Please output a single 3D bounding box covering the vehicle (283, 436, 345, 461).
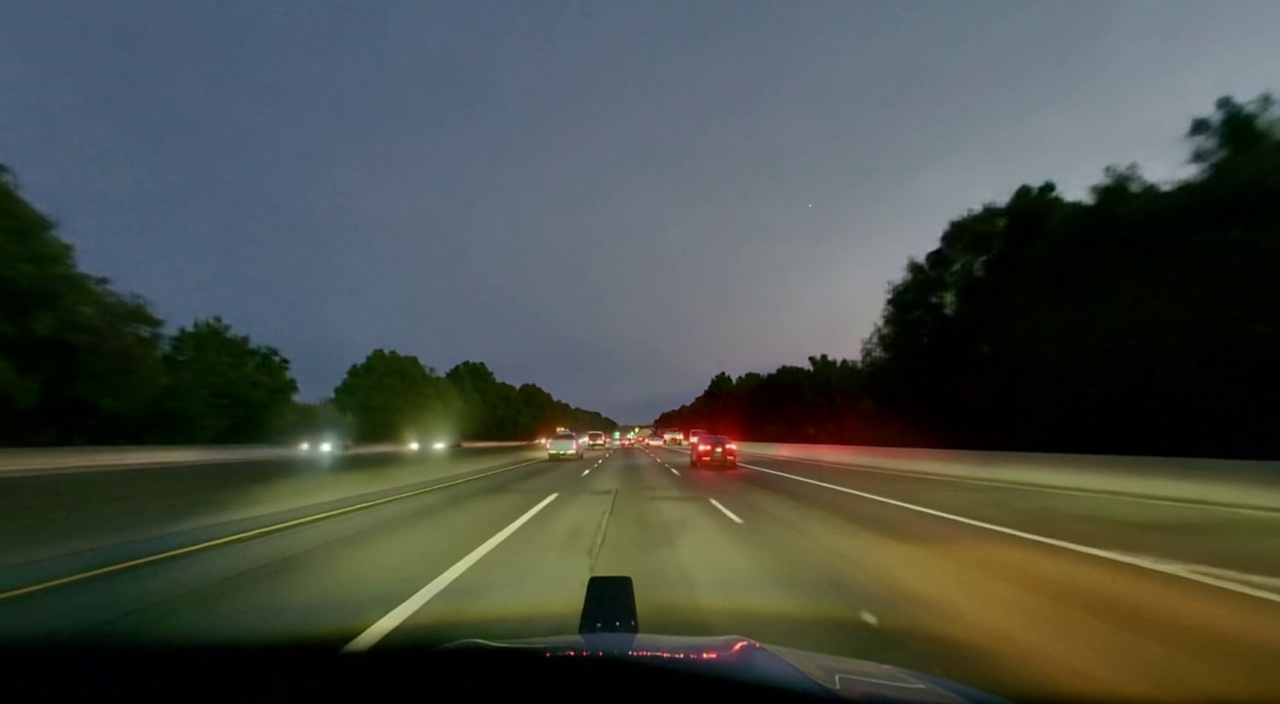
[{"bbox_3d":[-20.302,5.987,39.410,1.736,1.445,4.060,0,-8,-1],"label":"vehicle"}]

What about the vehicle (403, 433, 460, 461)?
[{"bbox_3d":[-12.438,5.674,37.909,1.949,1.518,4.611,0,-8,-1],"label":"vehicle"}]

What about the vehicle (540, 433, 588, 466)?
[{"bbox_3d":[-3.982,5.162,33.772,2.011,1.614,4.808,0,-8,-1],"label":"vehicle"}]

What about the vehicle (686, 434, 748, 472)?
[{"bbox_3d":[3.130,4.176,26.370,1.990,1.480,3.865,1,-8,-2],"label":"vehicle"}]
